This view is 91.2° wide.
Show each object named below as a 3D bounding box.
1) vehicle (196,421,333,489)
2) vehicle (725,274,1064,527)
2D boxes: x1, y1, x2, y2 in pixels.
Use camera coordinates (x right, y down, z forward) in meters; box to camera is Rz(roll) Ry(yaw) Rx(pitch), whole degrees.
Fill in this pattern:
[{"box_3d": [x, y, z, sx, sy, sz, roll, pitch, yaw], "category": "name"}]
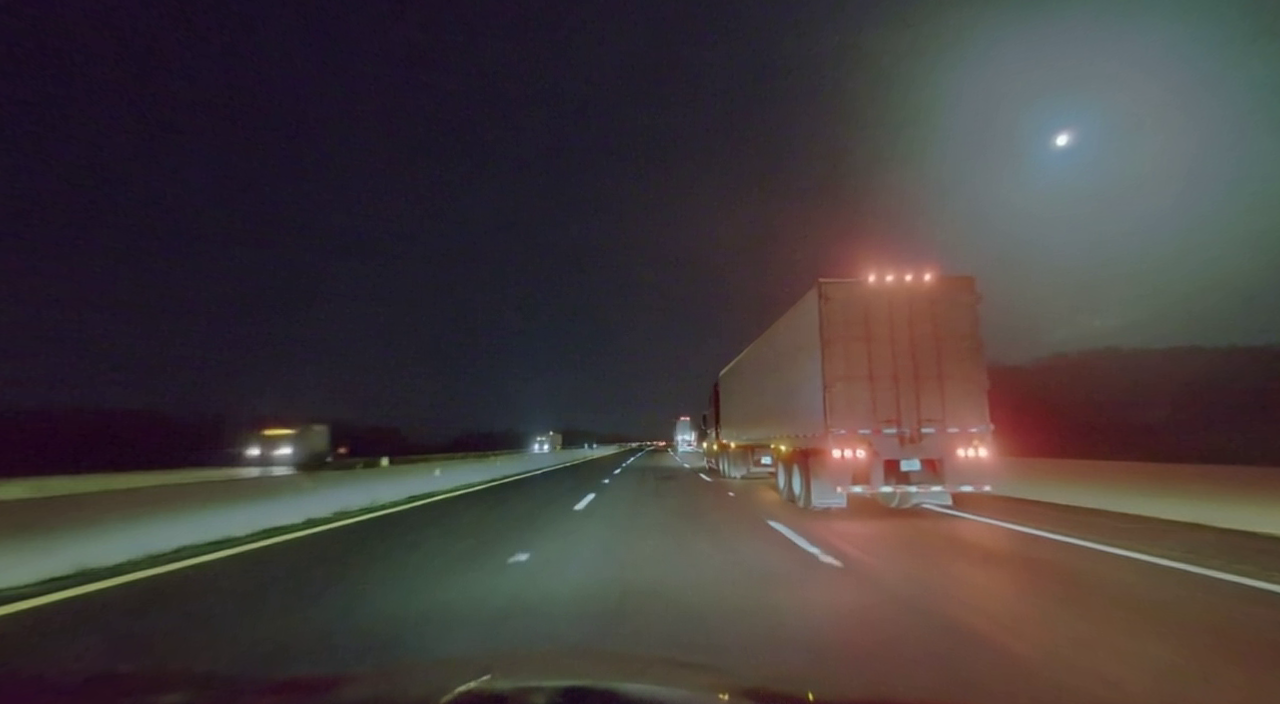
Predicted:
[{"box_3d": [-19.604, 5.434, 33.420, 2.652, 3.205, 7.070, 0, -8, 2], "category": "vehicle"}, {"box_3d": [4.902, 1.778, 17.056, 3.485, 3.975, 14.489, 0, -8, 1], "category": "vehicle"}]
